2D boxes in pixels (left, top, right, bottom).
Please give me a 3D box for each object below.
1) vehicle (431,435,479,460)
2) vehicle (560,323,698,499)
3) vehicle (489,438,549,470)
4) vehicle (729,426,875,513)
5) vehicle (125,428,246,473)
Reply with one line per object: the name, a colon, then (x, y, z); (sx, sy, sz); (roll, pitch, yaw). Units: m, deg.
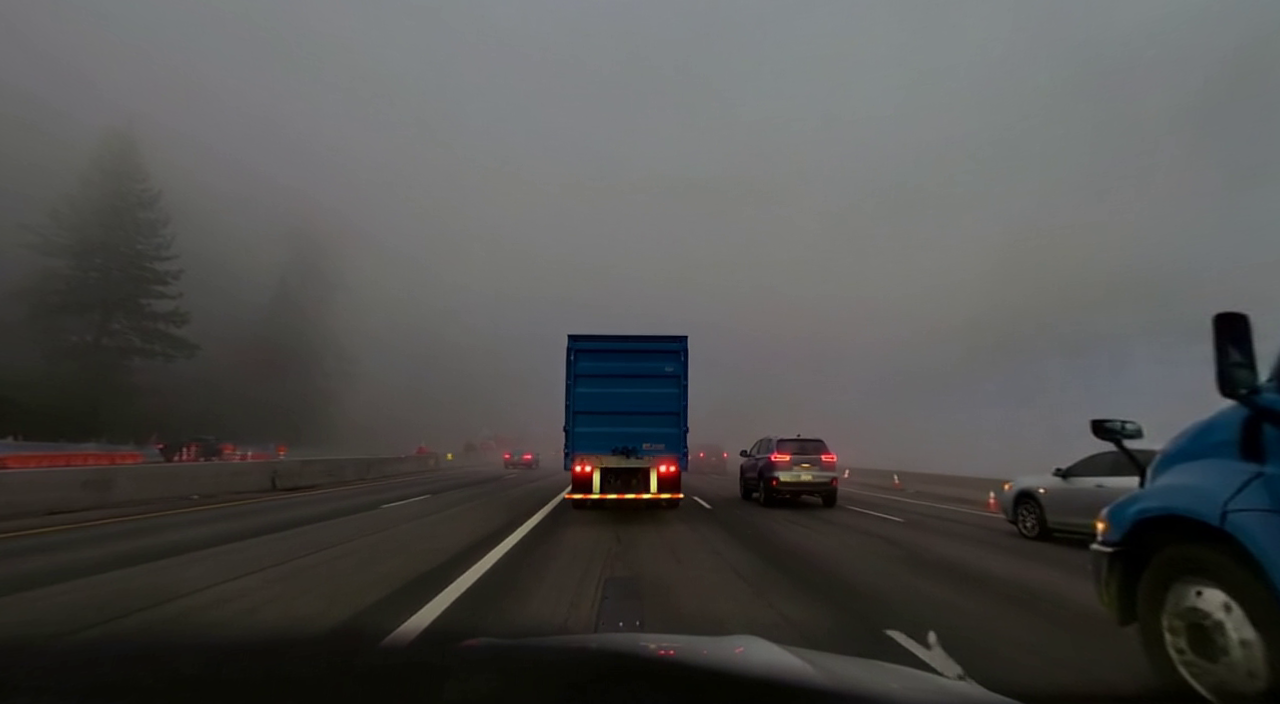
vehicle: (-14.421, 7.447, 49.299); (2.054, 1.708, 4.663); (2, -8, 4)
vehicle: (-0.429, 2.054, 19.241); (3.067, 3.940, 10.154); (1, -9, -2)
vehicle: (-5.954, 5.078, 31.546); (2.014, 1.477, 4.595); (0, -9, 0)
vehicle: (3.528, 2.651, 14.635); (2.103, 1.713, 4.173); (1, -9, -3)
vehicle: (-21.677, 4.667, 30.067); (4.632, 1.852, 2.033); (0, -8, 16)
